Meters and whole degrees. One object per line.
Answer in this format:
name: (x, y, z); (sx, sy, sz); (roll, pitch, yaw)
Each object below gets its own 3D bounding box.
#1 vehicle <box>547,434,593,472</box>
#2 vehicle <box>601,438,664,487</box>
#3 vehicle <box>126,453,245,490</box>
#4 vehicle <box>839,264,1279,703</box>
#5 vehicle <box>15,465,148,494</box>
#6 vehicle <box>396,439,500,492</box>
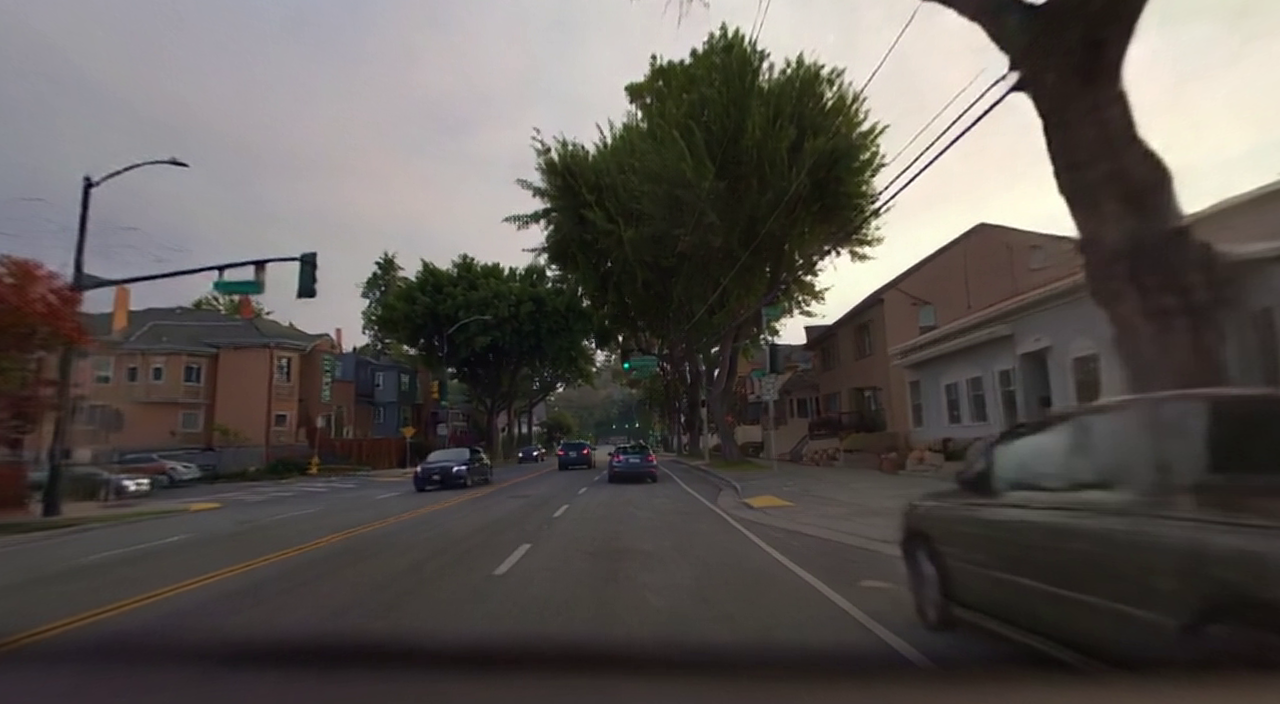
vehicle: (-3.564, 5.261, 32.795); (1.983, 1.841, 4.013); (0, -9, -1)
vehicle: (-0.301, 3.786, 21.940); (1.998, 1.518, 4.015); (0, -8, -2)
vehicle: (-23.219, 6.105, 32.262); (4.537, 1.755, 1.933); (0, -9, -1)
vehicle: (2.799, 0.836, 2.952); (2.066, 1.796, 4.719); (0, -9, -2)
vehicle: (-28.372, 6.482, 32.104); (4.841, 1.447, 1.930); (0, -10, -2)
vehicle: (-6.422, 3.831, 21.721); (2.048, 1.601, 5.047); (0, -9, -1)
